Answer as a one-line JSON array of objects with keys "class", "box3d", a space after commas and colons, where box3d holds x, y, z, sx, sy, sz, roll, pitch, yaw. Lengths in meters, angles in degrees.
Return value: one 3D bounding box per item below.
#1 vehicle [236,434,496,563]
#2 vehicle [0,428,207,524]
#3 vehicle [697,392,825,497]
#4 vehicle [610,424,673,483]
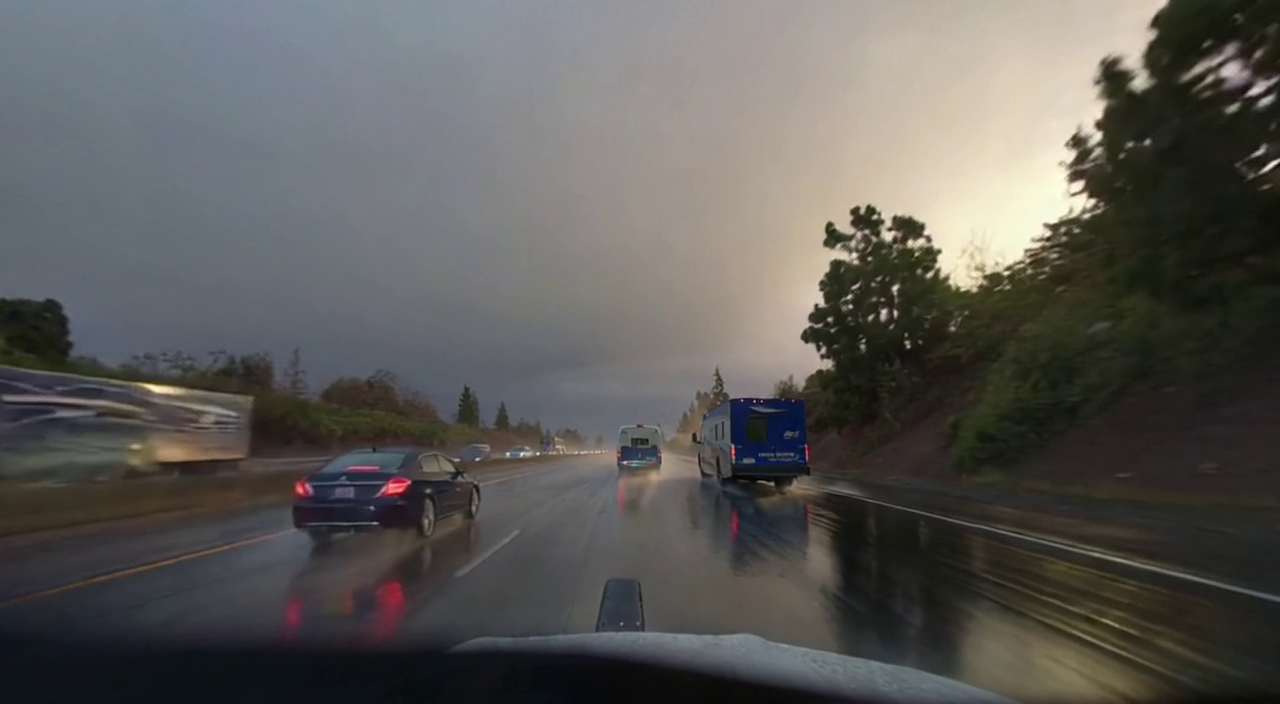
[{"class": "vehicle", "box3d": [-3.756, 2.089, 9.764, 1.959, 1.502, 4.559, 0, -9, 0]}, {"class": "vehicle", "box3d": [-11.801, 2.556, 13.511, 1.961, 1.697, 4.316, 0, -9, 0]}, {"class": "vehicle", "box3d": [3.703, 3.153, 21.337, 2.607, 2.910, 7.252, 0, -9, -2]}, {"class": "vehicle", "box3d": [0.025, 4.468, 27.875, 2.524, 2.310, 4.986, 0, -9, -1]}]
